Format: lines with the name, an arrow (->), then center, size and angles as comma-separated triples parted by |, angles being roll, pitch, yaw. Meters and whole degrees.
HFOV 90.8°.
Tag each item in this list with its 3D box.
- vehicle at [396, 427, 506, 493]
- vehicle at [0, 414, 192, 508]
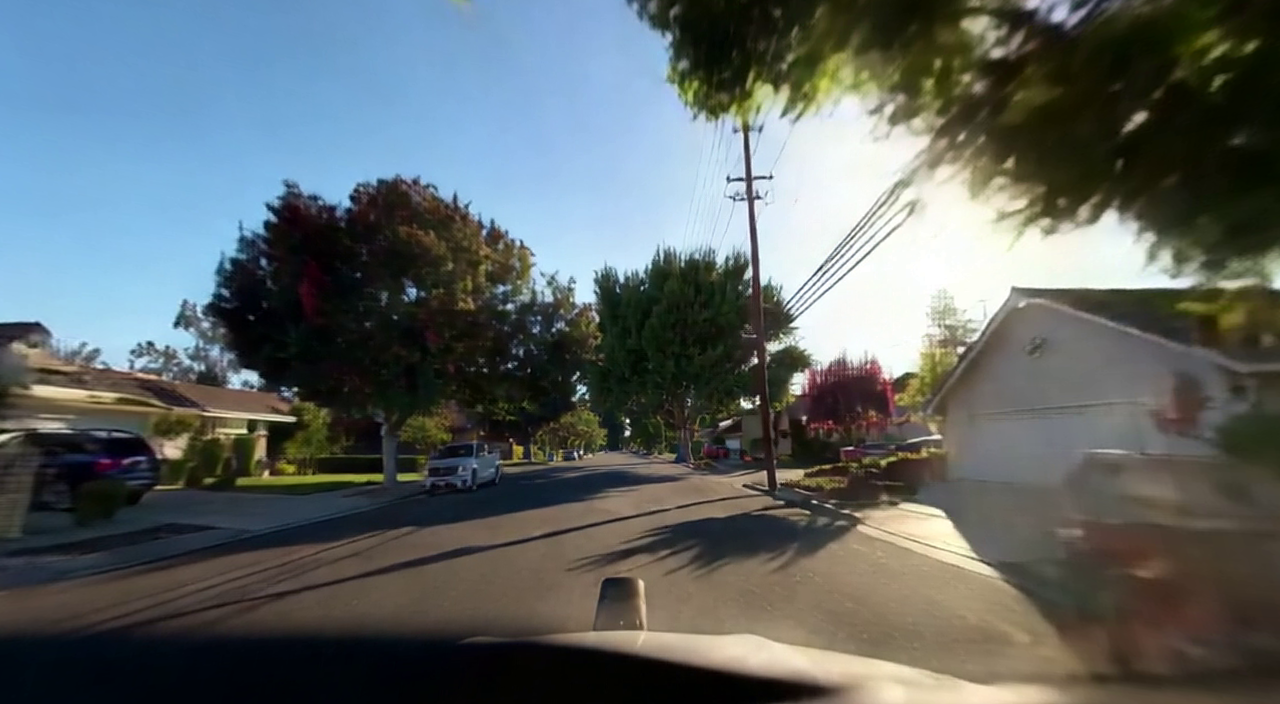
vehicle -> -7.148, 4.230, 24.811 | 2.739, 2.164, 6.065 | -1, -9, -3
vehicle -> -13.771, 2.499, 14.634 | 5.033, 1.997, 2.126 | 0, -9, -2
